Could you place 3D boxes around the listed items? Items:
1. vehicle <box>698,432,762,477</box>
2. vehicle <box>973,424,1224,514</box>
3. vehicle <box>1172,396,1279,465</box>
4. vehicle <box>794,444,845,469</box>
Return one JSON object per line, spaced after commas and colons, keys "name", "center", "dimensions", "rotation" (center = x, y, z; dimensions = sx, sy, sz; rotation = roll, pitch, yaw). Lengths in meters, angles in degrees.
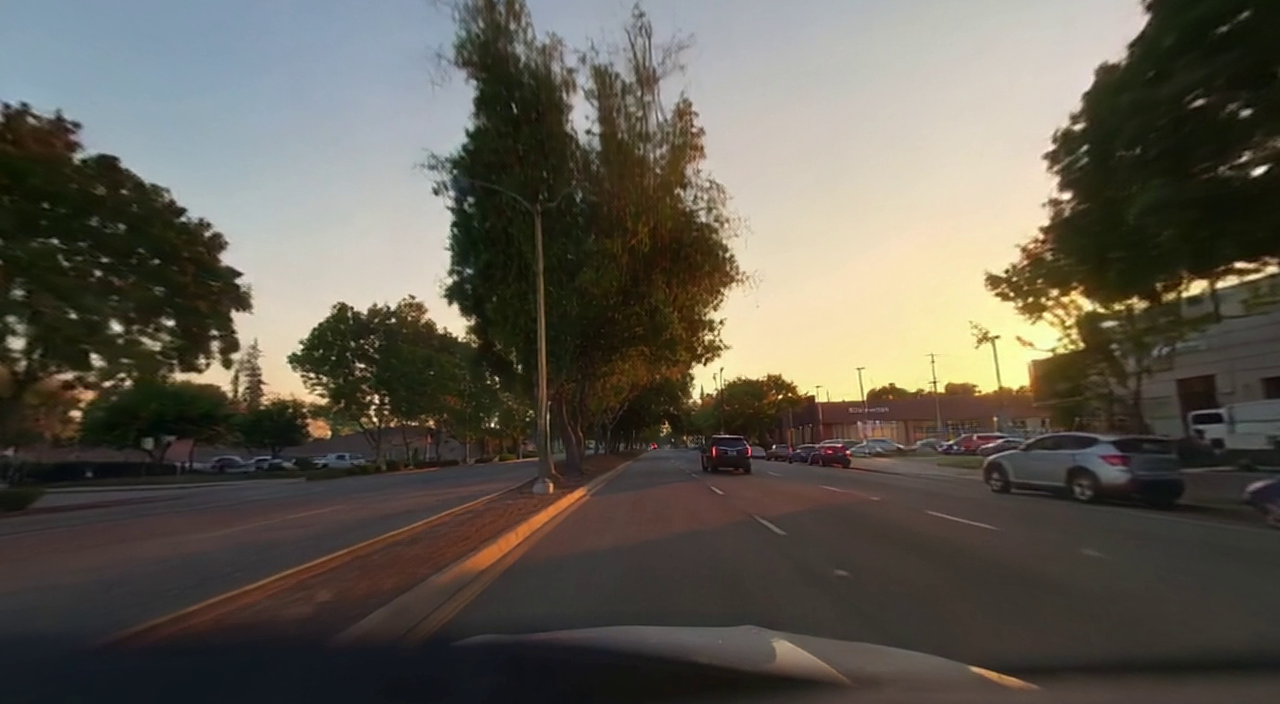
{"name": "vehicle", "center": [3.979, 4.643, 28.630], "dimensions": [2.183, 1.845, 4.482], "rotation": [0, -9, -1]}
{"name": "vehicle", "center": [10.587, 2.737, 15.266], "dimensions": [2.247, 1.799, 5.025], "rotation": [0, -9, 0]}
{"name": "vehicle", "center": [19.538, 2.352, 18.798], "dimensions": [2.175, 1.965, 5.909], "rotation": [0, -9, 0]}
{"name": "vehicle", "center": [11.236, 6.556, 39.716], "dimensions": [1.842, 1.474, 4.456], "rotation": [0, -9, 0]}
